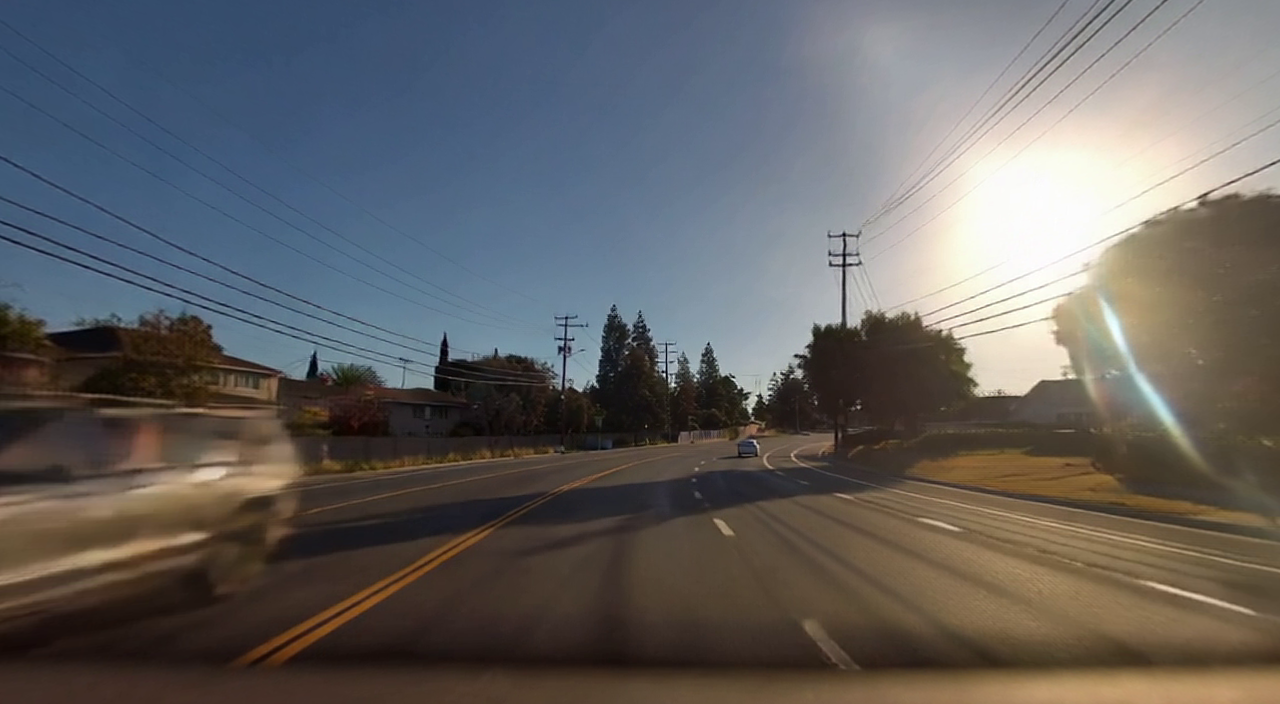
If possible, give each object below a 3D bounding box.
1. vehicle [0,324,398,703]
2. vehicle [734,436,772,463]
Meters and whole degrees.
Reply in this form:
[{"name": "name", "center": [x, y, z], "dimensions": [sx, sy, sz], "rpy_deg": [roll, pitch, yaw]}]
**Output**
[{"name": "vehicle", "center": [-3.769, 1.038, 4.326], "dimensions": [2.191, 1.771, 4.981], "rpy_deg": [-1, -9, 1]}, {"name": "vehicle", "center": [6.606, 5.712, 36.868], "dimensions": [1.982, 1.451, 4.152], "rpy_deg": [-2, -9, 10]}]
